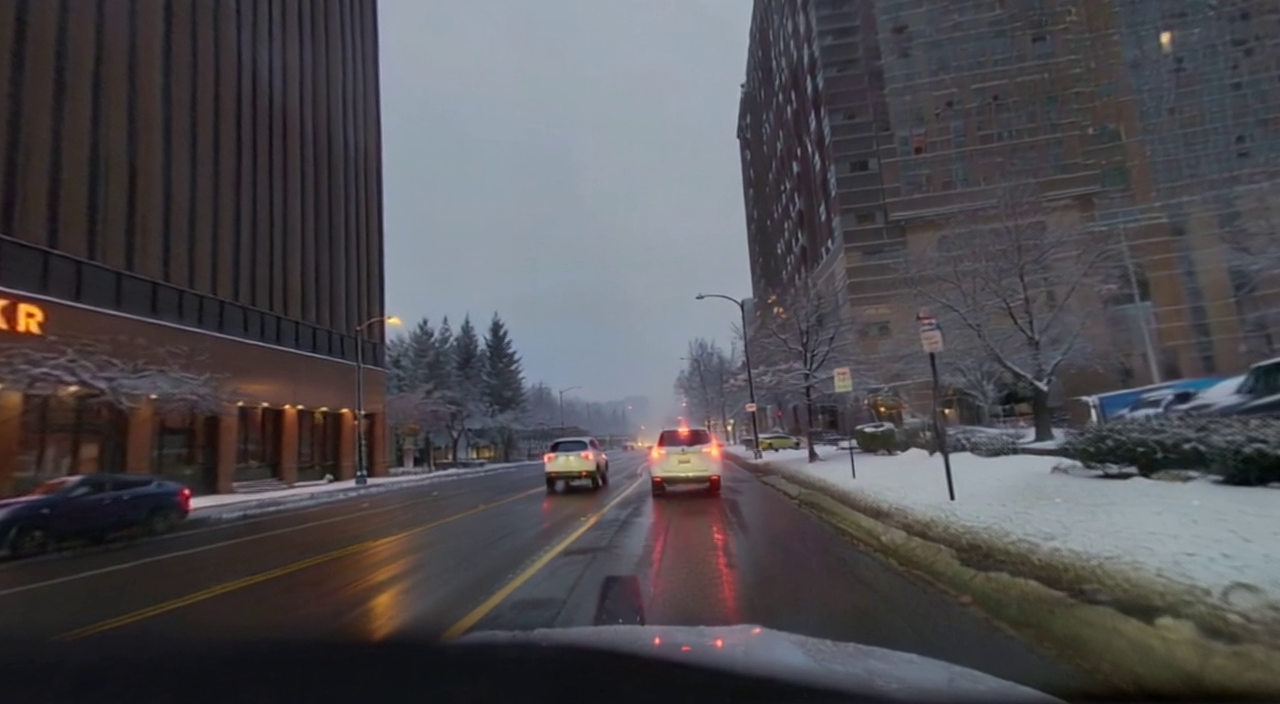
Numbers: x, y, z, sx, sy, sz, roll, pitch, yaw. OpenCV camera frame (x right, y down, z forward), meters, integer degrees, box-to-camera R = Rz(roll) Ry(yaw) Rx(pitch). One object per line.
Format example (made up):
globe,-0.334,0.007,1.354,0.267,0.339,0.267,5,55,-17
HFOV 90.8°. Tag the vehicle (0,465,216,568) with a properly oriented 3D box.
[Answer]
vehicle,-11.382,3.074,12.413,2.103,1.514,5.374,-1,-8,4

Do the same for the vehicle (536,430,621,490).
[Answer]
vehicle,-1.851,3.448,20.484,2.023,1.702,4.152,-1,-8,5

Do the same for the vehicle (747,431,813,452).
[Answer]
vehicle,10.334,6.617,46.775,4.426,1.490,1.862,-1,-8,2

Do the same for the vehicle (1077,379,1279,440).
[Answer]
vehicle,13.705,1.473,15.793,4.189,1.395,1.725,-1,-8,3

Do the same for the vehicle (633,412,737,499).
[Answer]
vehicle,1.138,2.710,16.803,2.352,1.953,4.796,-1,-8,3
